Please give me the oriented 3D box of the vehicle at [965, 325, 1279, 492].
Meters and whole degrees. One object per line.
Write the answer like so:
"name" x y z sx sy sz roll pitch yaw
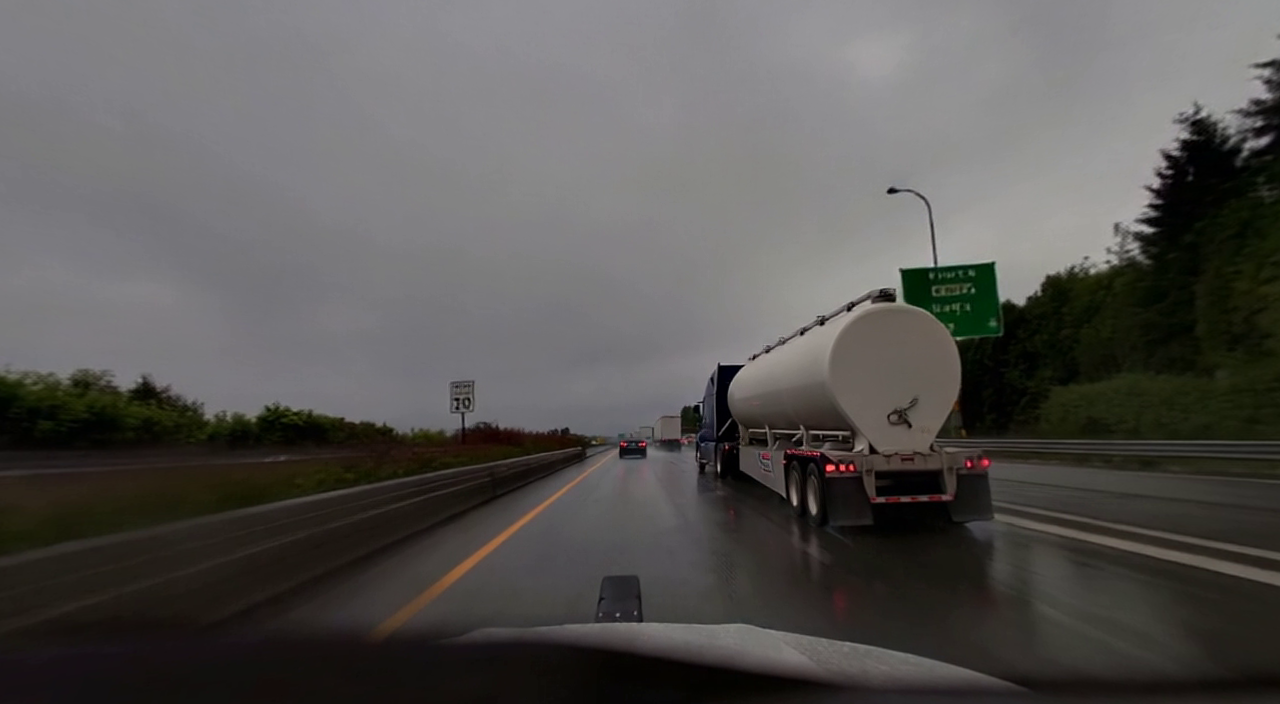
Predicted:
"vehicle" 15.259 2.051 20.699 2.878 4.124 10.050 1 -8 -6

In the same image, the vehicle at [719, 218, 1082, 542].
"vehicle" 3.640 0.899 12.176 2.826 3.905 9.262 0 -8 -1

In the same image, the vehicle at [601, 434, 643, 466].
"vehicle" -0.867 4.902 31.773 2.000 1.510 3.518 0 -8 -1
